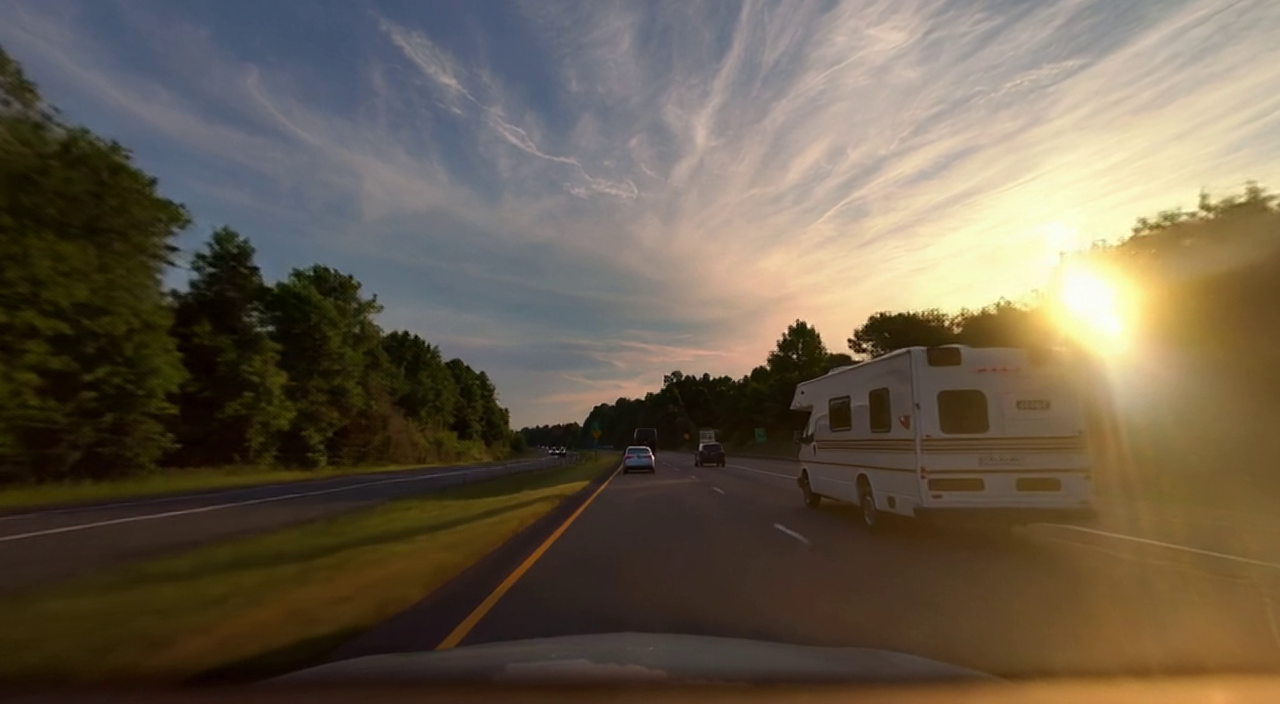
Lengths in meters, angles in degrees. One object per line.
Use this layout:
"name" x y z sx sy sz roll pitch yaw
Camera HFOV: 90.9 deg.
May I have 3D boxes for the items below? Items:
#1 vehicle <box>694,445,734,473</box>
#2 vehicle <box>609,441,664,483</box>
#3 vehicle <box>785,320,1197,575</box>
"vehicle" 4.063 5.929 35.042 1.757 1.459 3.398 0 -9 -1
"vehicle" -0.174 4.575 26.397 2.120 1.575 4.018 0 -9 -1
"vehicle" 4.687 1.585 10.571 2.745 2.832 7.035 0 -9 0
